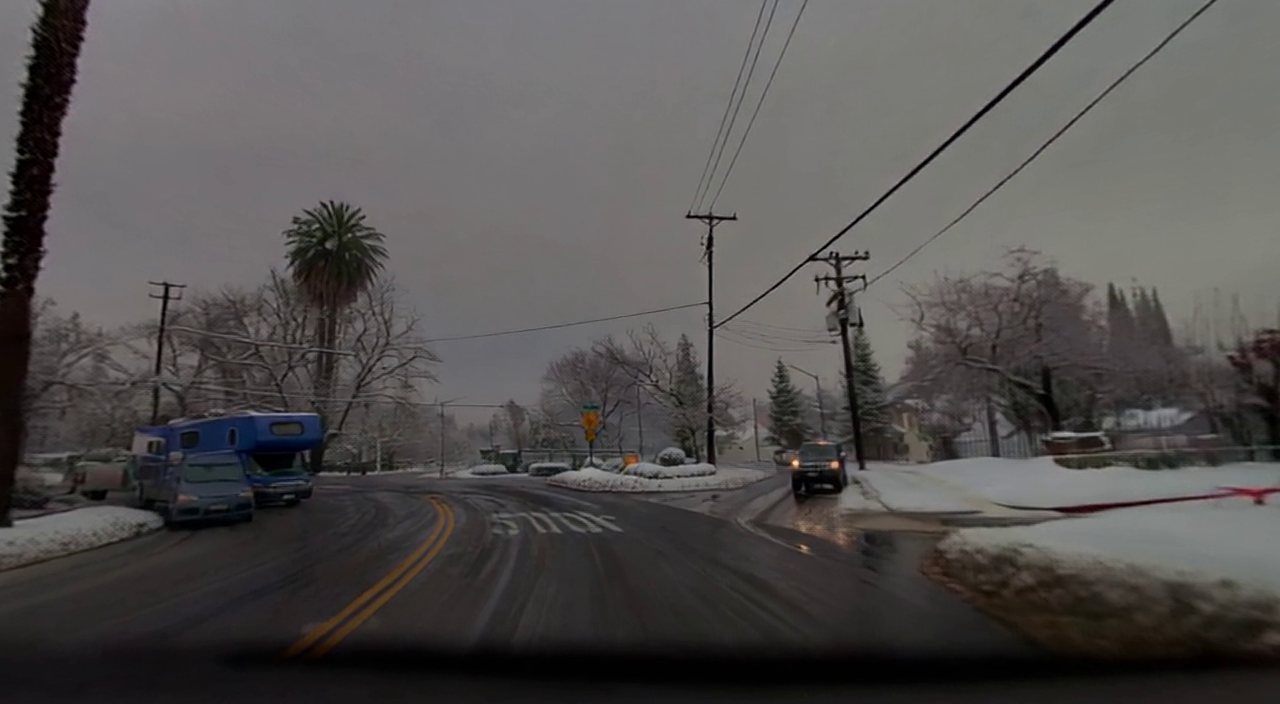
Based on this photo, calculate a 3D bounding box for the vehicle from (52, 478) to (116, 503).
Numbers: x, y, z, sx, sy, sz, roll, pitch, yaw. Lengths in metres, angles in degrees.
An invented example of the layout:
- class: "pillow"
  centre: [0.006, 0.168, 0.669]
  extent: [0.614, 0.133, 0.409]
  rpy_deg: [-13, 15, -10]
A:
- class: "vehicle"
  centre: [-39.936, 9.930, 45.355]
  extent: [3.837, 1.431, 1.754]
  rpy_deg: [-3, -7, 20]

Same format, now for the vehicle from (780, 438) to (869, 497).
- class: "vehicle"
  centre: [6.858, 4.269, 24.244]
  extent: [2.508, 1.887, 5.930]
  rpy_deg: [-1, -7, 9]

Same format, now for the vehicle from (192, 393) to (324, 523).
- class: "vehicle"
  centre: [-14.391, 3.769, 24.008]
  extent: [3.216, 3.720, 11.364]
  rpy_deg: [4, -8, -31]

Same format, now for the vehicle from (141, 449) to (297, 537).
- class: "vehicle"
  centre: [-9.912, 3.241, 15.368]
  extent: [2.103, 1.599, 4.865]
  rpy_deg: [3, -8, -22]
